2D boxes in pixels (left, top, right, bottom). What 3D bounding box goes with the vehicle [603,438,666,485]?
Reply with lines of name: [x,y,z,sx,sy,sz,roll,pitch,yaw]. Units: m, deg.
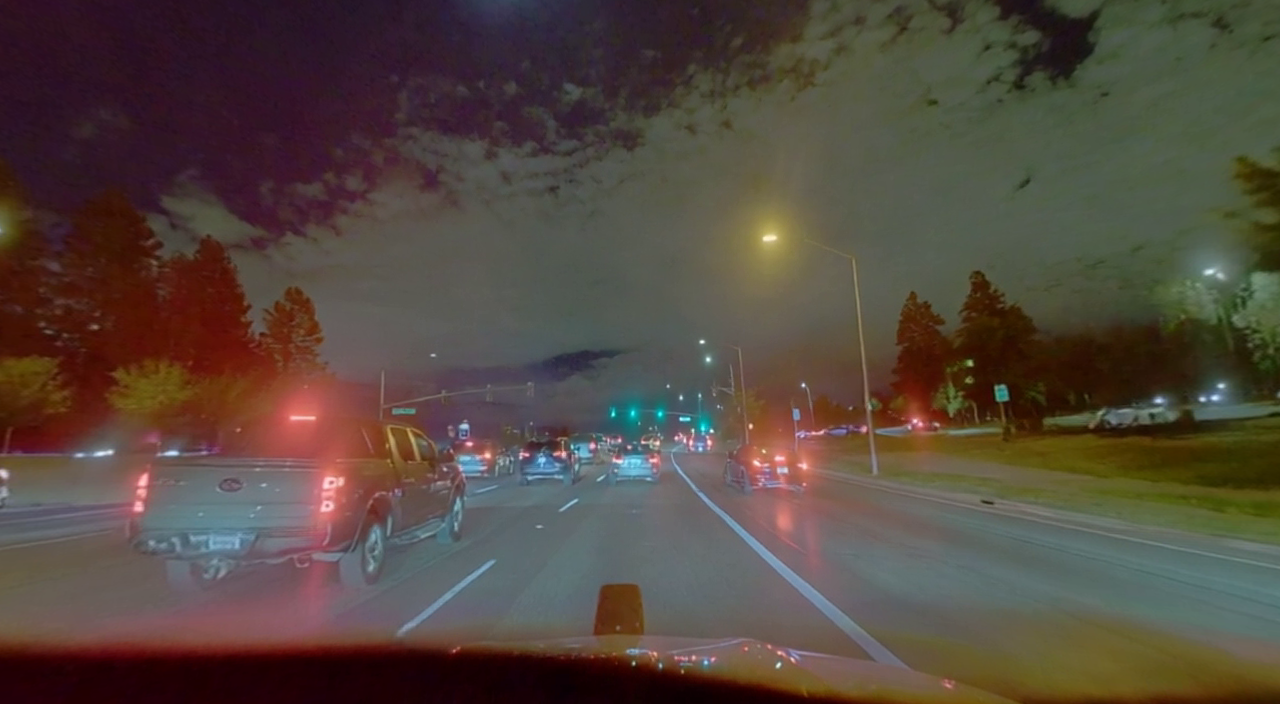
vehicle: [-0.161,3.852,22.512,2.030,1.477,4.330,0,-8,1]

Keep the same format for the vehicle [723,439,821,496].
vehicle: [3.726,3.322,18.583,1.884,1.463,4.195,0,-8,-1]

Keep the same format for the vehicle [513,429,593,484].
vehicle: [-3.079,3.833,23.479,2.218,1.829,4.492,0,-8,2]

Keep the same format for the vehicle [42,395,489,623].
vehicle: [-3.519,1.595,7.567,2.111,1.745,5.274,0,-8,0]

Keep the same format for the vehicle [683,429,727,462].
vehicle: [3.798,5.557,37.621,2.099,1.845,4.363,0,-8,-1]
